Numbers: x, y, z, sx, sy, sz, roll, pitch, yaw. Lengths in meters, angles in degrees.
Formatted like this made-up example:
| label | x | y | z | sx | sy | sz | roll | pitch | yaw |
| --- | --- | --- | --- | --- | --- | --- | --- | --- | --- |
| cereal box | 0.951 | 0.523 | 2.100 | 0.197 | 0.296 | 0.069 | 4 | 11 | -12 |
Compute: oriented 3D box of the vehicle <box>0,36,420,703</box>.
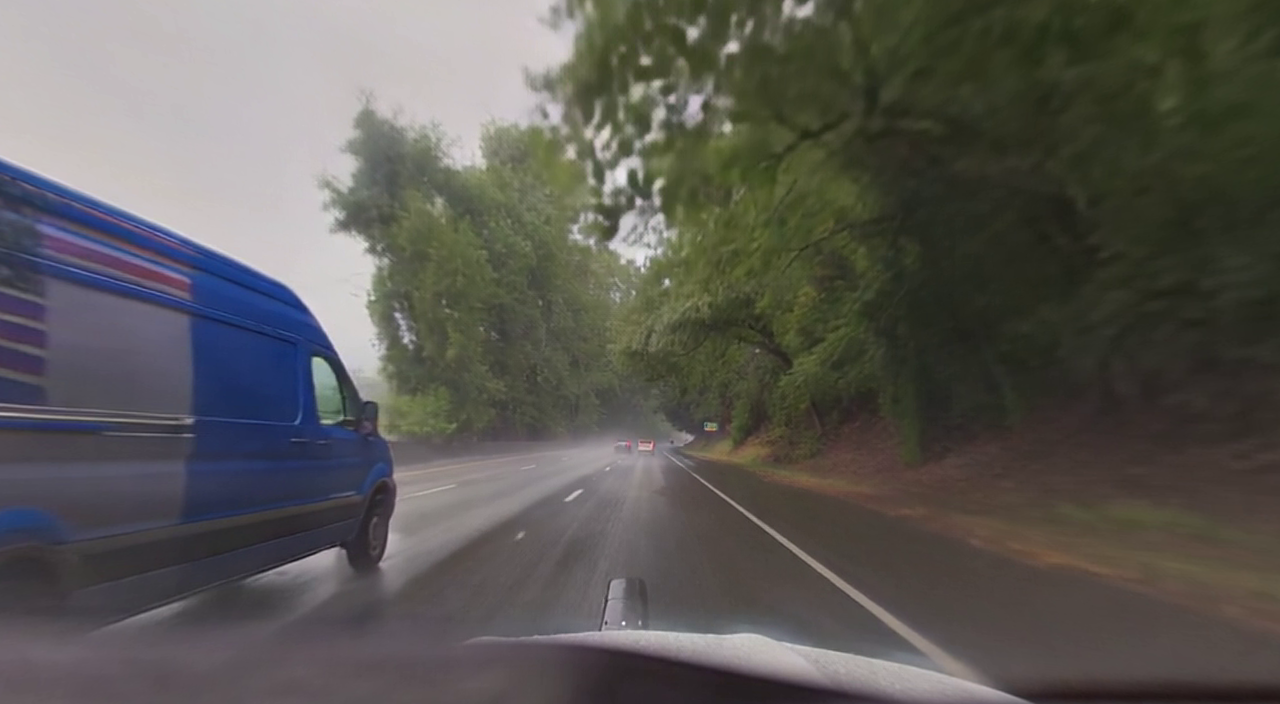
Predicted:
| label | x | y | z | sx | sy | sz | roll | pitch | yaw |
| --- | --- | --- | --- | --- | --- | --- | --- | --- | --- |
| vehicle | -3.733 | 0.407 | 4.227 | 2.319 | 2.883 | 5.632 | 0 | -8 | 1 |
